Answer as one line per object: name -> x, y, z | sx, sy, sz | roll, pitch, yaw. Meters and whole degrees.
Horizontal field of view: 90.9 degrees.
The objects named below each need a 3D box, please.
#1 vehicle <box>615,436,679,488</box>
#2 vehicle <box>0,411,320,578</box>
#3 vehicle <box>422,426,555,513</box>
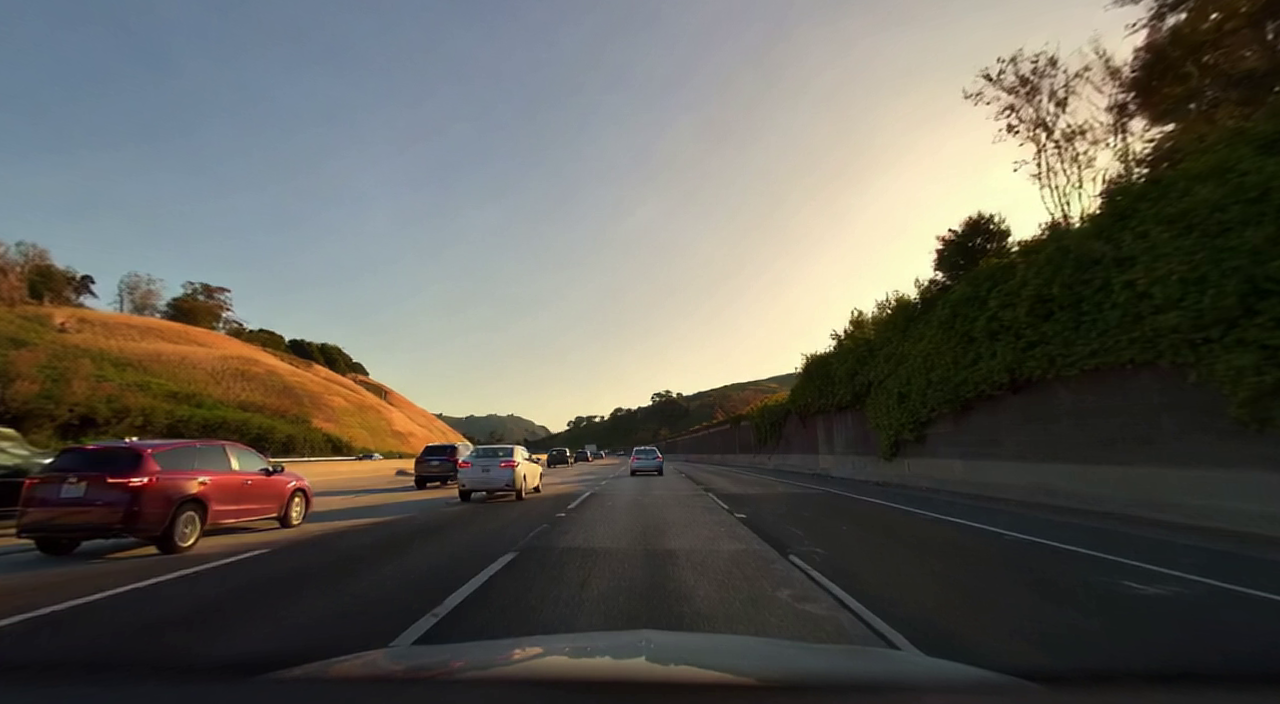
vehicle -> 0.214, 4.188, 24.367 | 2.233, 1.804, 4.273 | 0, -9, -1
vehicle -> -7.053, 1.899, 9.231 | 2.215, 1.797, 4.666 | 0, -9, 0
vehicle -> -3.485, 2.807, 15.543 | 2.093, 1.820, 4.506 | 0, -9, 1
